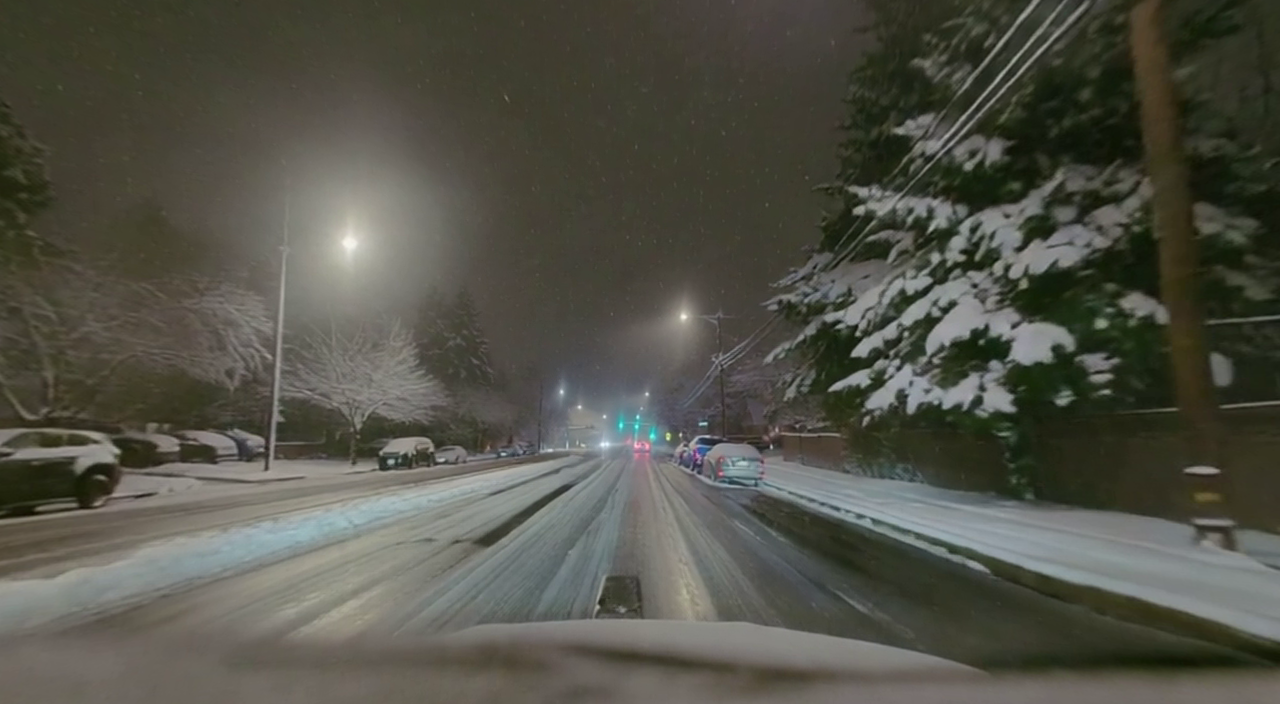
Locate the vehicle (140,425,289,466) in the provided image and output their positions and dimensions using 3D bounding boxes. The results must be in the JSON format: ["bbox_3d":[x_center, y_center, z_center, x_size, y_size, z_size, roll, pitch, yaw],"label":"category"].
[{"bbox_3d":[-22.039,4.845,32.877,6.230,1.991,2.456,-1,-8,8],"label":"vehicle"}]

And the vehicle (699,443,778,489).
[{"bbox_3d":[3.513,4.169,23.586,1.911,1.471,5.151,0,-8,-2],"label":"vehicle"}]

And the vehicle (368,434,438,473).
[{"bbox_3d":[-13.952,5.956,37.588,2.155,1.991,5.722,-3,-8,-2],"label":"vehicle"}]

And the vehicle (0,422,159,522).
[{"bbox_3d":[-13.912,2.609,13.921,2.253,1.969,5.398,0,-9,1],"label":"vehicle"}]
